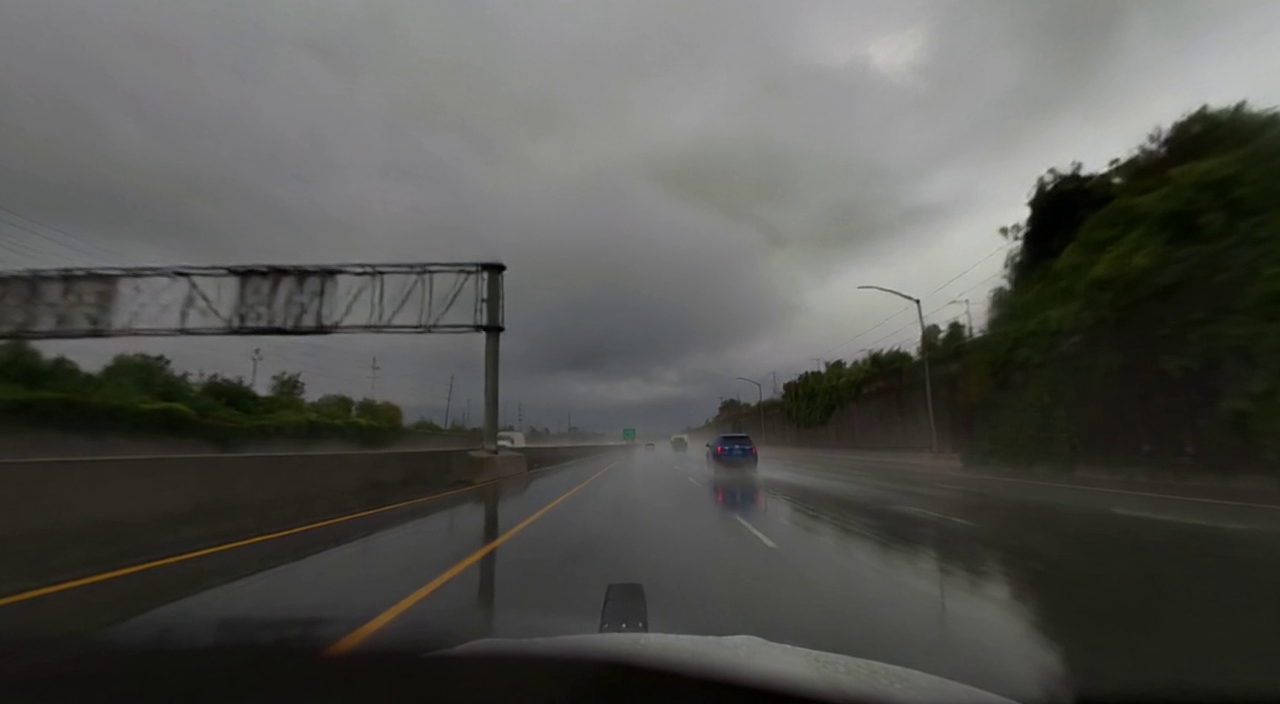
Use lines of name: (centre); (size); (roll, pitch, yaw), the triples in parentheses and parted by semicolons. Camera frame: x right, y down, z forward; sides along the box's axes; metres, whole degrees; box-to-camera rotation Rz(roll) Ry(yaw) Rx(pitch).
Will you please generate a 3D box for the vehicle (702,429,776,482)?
vehicle: (3.731, 3.985, 24.562); (2.120, 1.832, 4.287); (0, -8, -1)
